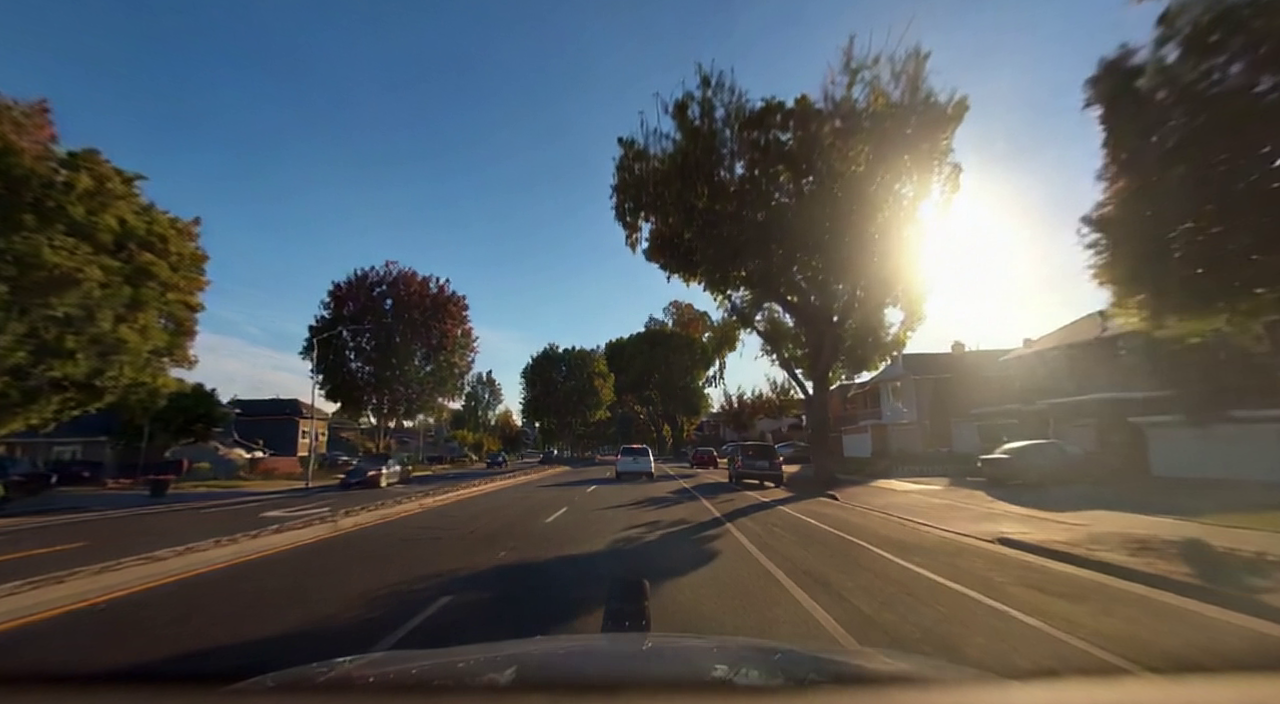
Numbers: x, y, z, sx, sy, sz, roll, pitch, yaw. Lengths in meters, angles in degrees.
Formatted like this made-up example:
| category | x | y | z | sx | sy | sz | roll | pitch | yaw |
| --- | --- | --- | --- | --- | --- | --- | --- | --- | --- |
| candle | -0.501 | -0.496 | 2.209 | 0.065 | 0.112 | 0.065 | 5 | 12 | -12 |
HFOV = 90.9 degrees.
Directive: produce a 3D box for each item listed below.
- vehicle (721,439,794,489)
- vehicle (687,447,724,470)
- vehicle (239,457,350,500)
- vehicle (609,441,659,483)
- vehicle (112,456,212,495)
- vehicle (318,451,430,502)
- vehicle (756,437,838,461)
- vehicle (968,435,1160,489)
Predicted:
| category | x | y | z | sx | sy | sz | roll | pitch | yaw |
| --- | --- | --- | --- | --- | --- | --- | --- | --- | --- |
| vehicle | 4.309 | 4.142 | 23.683 | 1.992 | 1.695 | 4.101 | 0 | -8 | 1 |
| vehicle | 4.613 | 7.507 | 44.780 | 2.020 | 1.518 | 4.255 | 0 | -8 | -2 |
| vehicle | -14.479 | 5.310 | 26.779 | 2.138 | 1.484 | 4.604 | -2 | -8 | 0 |
| vehicle | -0.248 | 4.795 | 27.855 | 2.024 | 1.655 | 4.301 | 0 | -8 | 0 |
| vehicle | -25.342 | 6.532 | 33.619 | 1.786 | 1.444 | 4.545 | -4 | -6 | 2 |
| vehicle | -8.913 | 4.162 | 21.585 | 2.063 | 1.493 | 4.447 | 0 | -8 | -3 |
| vehicle | 11.842 | 7.371 | 47.773 | 5.538 | 1.703 | 2.286 | -1 | -9 | -1 |
| vehicle | 12.369 | 3.214 | 18.611 | 4.297 | 1.478 | 1.866 | 0 | -8 | 0 |
